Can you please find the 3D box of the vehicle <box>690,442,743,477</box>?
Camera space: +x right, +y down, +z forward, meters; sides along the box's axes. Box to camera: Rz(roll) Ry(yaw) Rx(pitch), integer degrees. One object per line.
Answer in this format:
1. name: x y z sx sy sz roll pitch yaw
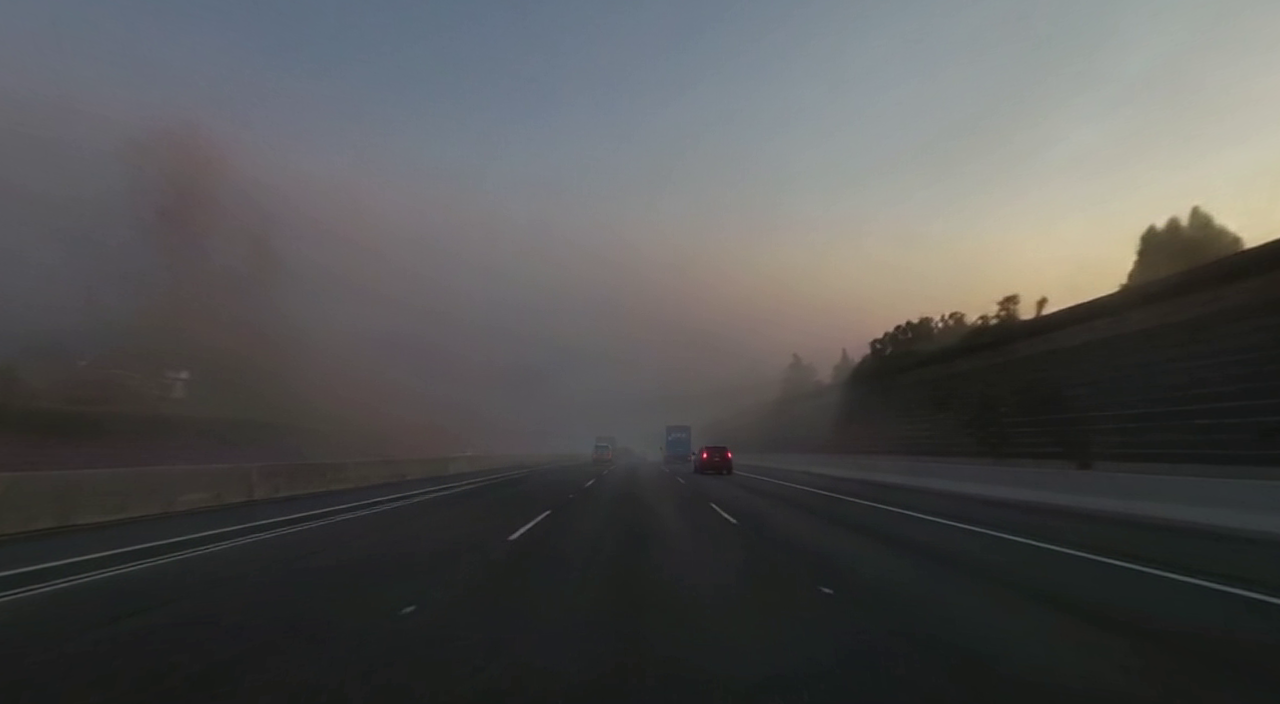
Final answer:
1. vehicle: 3.798 5.412 32.085 2.066 1.638 4.158 0 -9 -2
